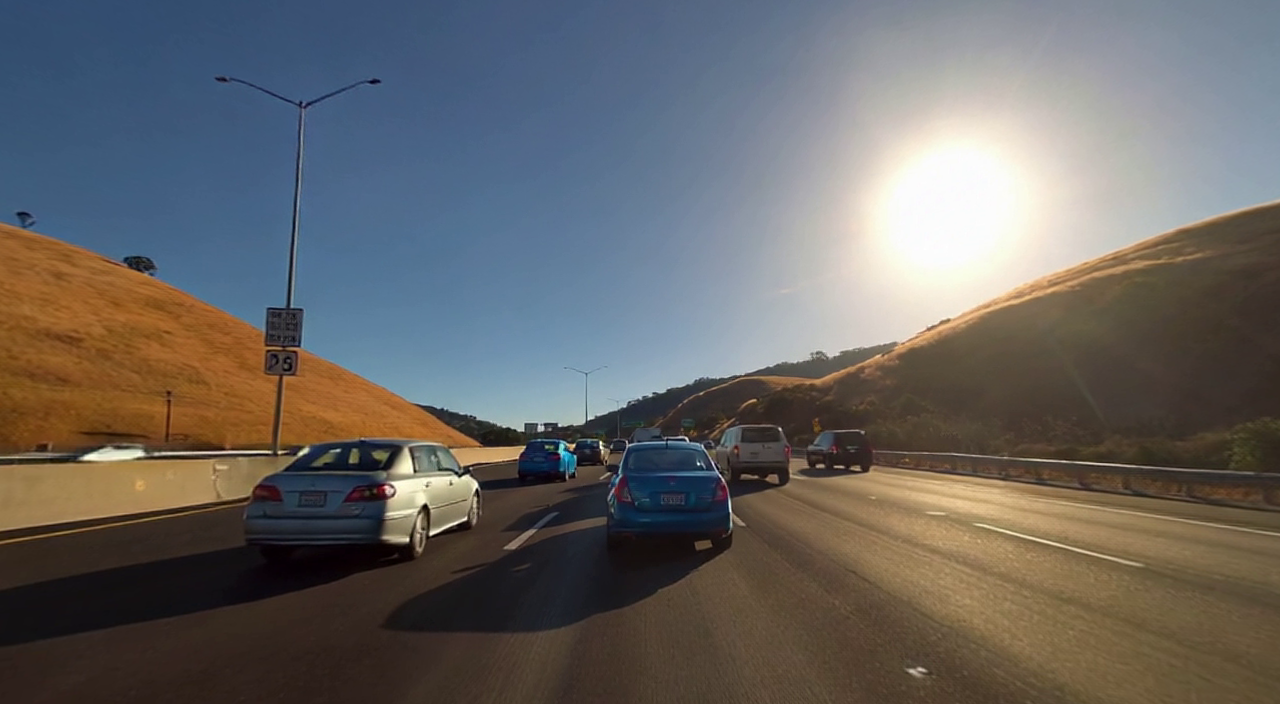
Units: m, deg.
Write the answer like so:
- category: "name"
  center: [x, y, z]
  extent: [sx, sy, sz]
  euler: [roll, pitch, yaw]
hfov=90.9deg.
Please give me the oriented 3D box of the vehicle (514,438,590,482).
- category: "vehicle"
  center: [-3.119, 3.933, 23.252]
  extent: [2.017, 1.446, 4.384]
  euler: [-1, -8, 2]

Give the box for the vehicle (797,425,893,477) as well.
- category: "vehicle"
  center: [7.593, 3.714, 23.894]
  extent: [2.071, 1.754, 4.586]
  euler: [0, -8, 0]

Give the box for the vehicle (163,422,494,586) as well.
- category: "vehicle"
  center: [-3.434, 1.752, 8.144]
  extent: [2.033, 1.513, 4.333]
  euler: [0, -8, 1]

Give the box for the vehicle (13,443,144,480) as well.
- category: "vehicle"
  center: [-24.812, 4.818, 28.136]
  extent: [1.800, 1.498, 4.371]
  euler: [0, -8, 0]

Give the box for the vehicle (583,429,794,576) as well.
- category: "vehicle"
  center: [0.498, 1.781, 8.235]
  extent: [2.072, 1.431, 3.904]
  euler: [0, -8, 1]
